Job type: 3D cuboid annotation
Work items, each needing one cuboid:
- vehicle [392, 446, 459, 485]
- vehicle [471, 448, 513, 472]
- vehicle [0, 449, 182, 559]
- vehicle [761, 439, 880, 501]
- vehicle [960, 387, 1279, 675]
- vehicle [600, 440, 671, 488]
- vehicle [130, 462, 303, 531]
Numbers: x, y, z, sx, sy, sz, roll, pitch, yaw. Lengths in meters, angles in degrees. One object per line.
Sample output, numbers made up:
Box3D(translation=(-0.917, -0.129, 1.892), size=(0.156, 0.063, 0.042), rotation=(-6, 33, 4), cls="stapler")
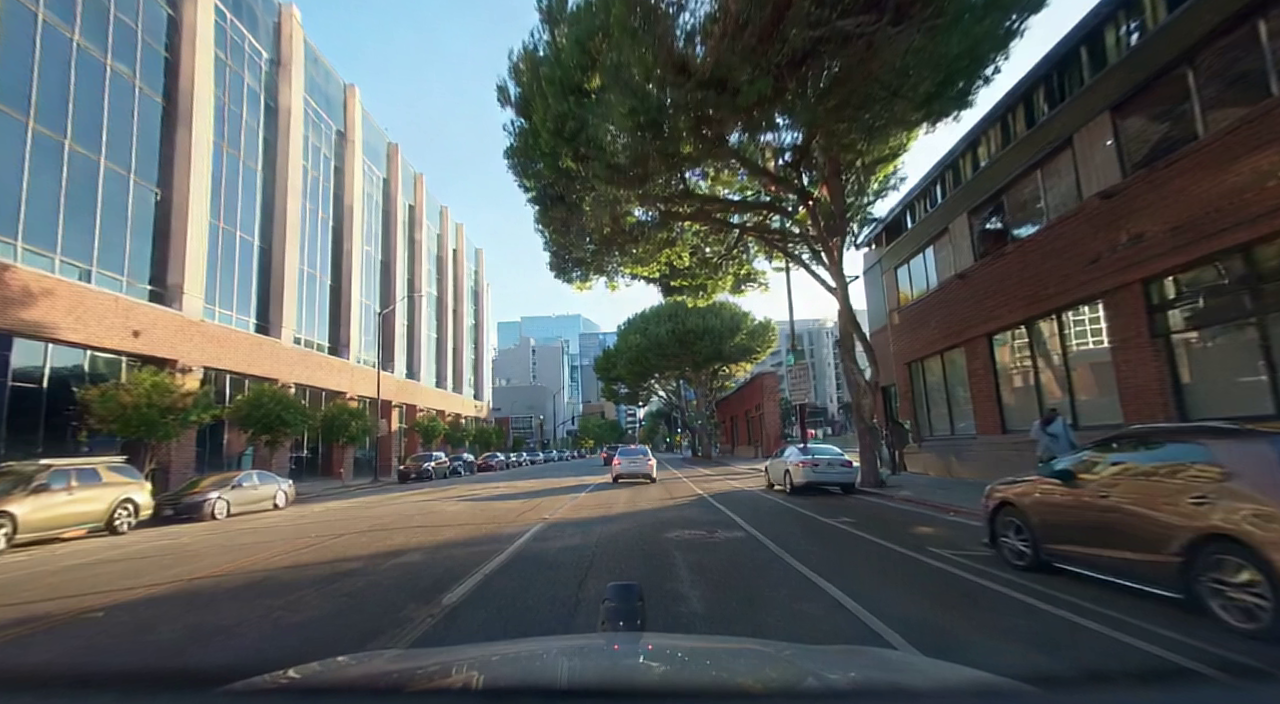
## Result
Box3D(translation=(-11.777, 6.220, 35.047), size=(2.114, 1.938, 4.590), rotation=(-1, -8, 0), cls="vehicle")
Box3D(translation=(-11.575, 8.464, 49.675), size=(2.077, 1.732, 4.704), rotation=(0, -8, 1), cls="vehicle")
Box3D(translation=(-11.818, 2.924, 12.299), size=(2.223, 1.807, 5.061), rotation=(-6, -8, -3), cls="vehicle")
Box3D(translation=(5.030, 3.337, 18.329), size=(2.075, 1.584, 4.201), rotation=(0, -8, -2), cls="vehicle")
Box3D(translation=(4.956, 1.336, 5.522), size=(2.071, 1.730, 4.298), rotation=(0, -8, 1), cls="vehicle")
Box3D(translation=(-0.135, 3.850, 22.063), size=(2.269, 1.479, 3.980), rotation=(0, -8, 0), cls="vehicle")
Box3D(translation=(-11.527, 3.917, 17.682), size=(1.917, 1.408, 4.454), rotation=(-4, -8, -2), cls="vehicle")
